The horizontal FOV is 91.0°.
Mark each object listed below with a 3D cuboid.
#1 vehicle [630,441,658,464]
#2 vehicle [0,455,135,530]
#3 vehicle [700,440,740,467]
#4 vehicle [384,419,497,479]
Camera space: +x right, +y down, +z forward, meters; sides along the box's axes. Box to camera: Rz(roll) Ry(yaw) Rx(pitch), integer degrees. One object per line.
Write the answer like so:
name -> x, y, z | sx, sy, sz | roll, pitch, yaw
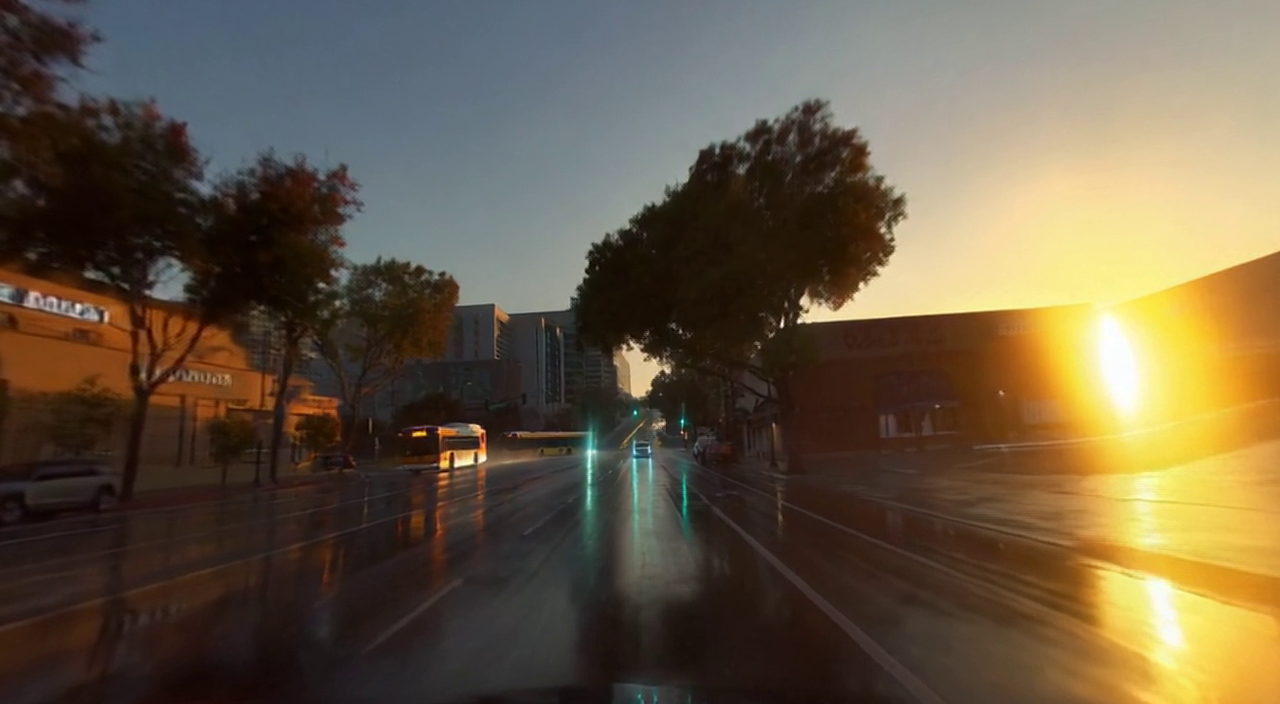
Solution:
vehicle -> 0.256, 7.844, 49.235 | 2.089, 1.699, 4.650 | 0, -9, -1
vehicle -> -17.468, 3.943, 18.115 | 1.896, 1.844, 4.620 | 0, -9, 1
vehicle -> 5.193, 6.648, 41.370 | 2.014, 1.681, 4.332 | 0, -9, 0
vehicle -> -12.650, 6.448, 41.755 | 3.356, 3.365, 12.460 | 0, -9, 1
